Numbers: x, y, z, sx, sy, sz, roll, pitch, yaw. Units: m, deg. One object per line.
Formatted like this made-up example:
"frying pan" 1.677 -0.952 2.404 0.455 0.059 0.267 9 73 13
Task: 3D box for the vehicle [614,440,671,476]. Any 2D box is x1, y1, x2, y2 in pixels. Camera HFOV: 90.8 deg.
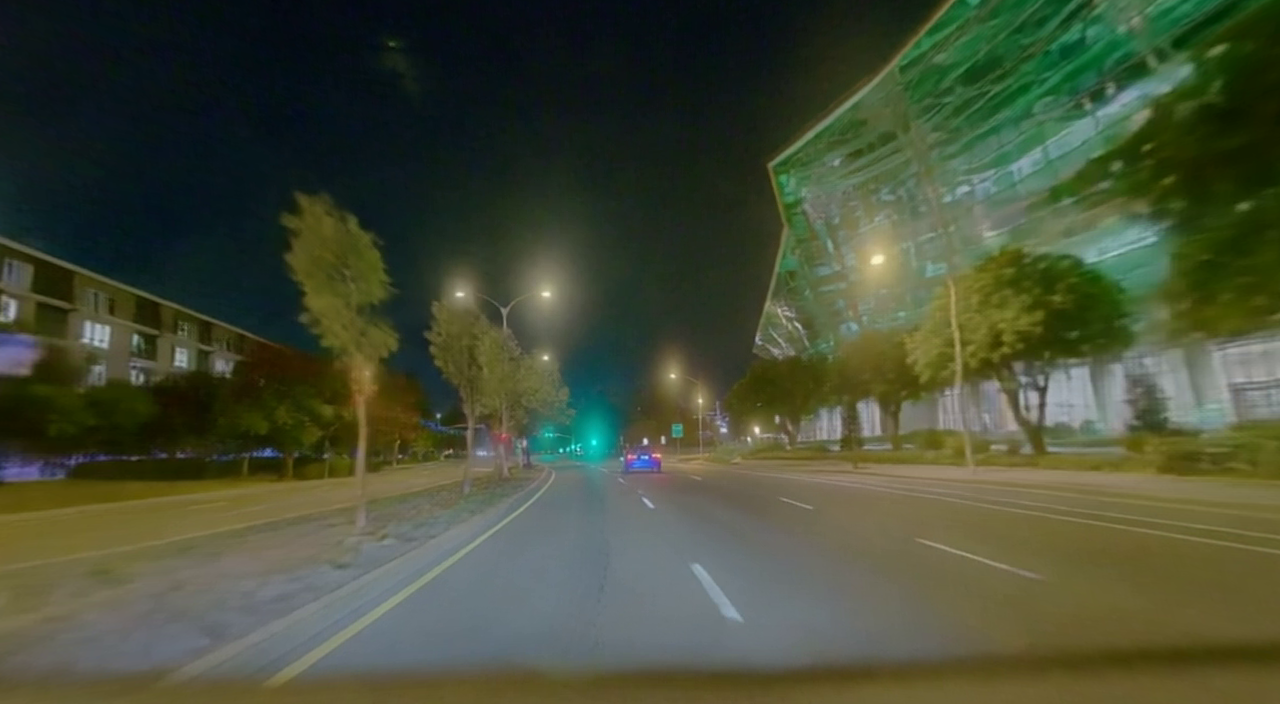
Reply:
"vehicle" 0.034 5.248 31.527 2.165 1.633 4.381 1 -9 -8
